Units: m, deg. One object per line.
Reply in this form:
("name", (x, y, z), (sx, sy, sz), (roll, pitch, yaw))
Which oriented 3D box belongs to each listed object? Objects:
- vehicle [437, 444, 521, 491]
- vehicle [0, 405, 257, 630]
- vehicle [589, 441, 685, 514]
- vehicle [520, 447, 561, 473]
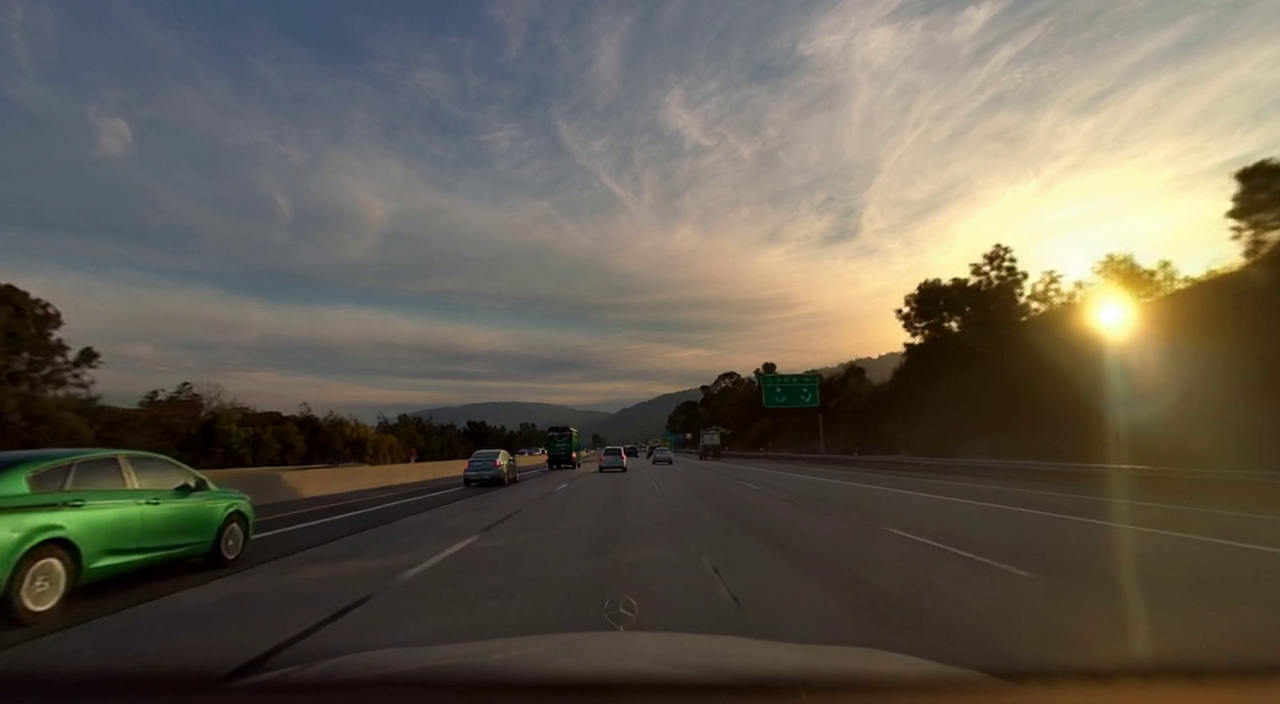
("vehicle", (-5.566, 4.037, 22.334), (1.892, 1.481, 4.180), (0, -9, 0))
("vehicle", (-5.732, 1.374, 5.622), (2.058, 1.626, 4.118), (0, -9, -1))
("vehicle", (-0.094, 2.806, 14.512), (1.940, 1.451, 3.512), (0, -9, -1))
("vehicle", (-5.818, 6.335, 37.132), (1.814, 1.417, 3.860), (0, -9, 0))
